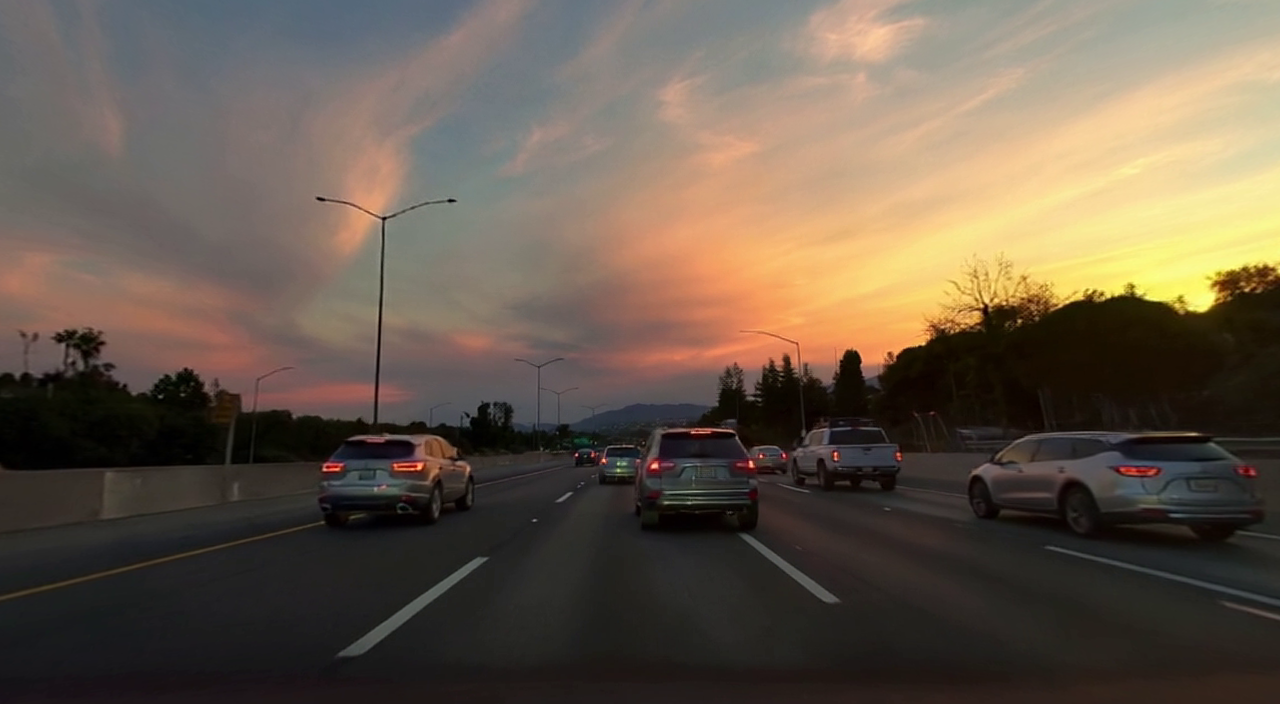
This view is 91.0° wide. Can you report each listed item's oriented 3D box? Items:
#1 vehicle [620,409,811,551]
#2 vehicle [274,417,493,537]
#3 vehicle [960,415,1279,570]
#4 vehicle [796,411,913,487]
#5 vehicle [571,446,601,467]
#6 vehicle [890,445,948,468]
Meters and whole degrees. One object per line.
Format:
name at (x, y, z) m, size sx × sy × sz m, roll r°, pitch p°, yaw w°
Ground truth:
vehicle at (0.893, 1.909, 9.930) m, size 2.230 × 1.740 × 3.976 m, roll 1°, pitch -9°, yaw -4°
vehicle at (-4.319, 2.199, 11.635) m, size 2.047 × 1.755 × 4.638 m, roll 0°, pitch -9°, yaw 0°
vehicle at (6.804, 1.851, 9.049) m, size 1.972 × 1.647 × 4.429 m, roll 0°, pitch -9°, yaw -2°
vehicle at (7.809, 3.643, 23.729) m, size 2.390 × 2.503 × 5.788 m, roll 0°, pitch -9°, yaw 1°
vehicle at (-4.195, 8.189, 49.576) m, size 1.889 × 1.600 × 4.043 m, roll 0°, pitch -9°, yaw 1°
vehicle at (20.008, 7.502, 45.361) m, size 1.932 × 1.492 × 4.549 m, roll 1°, pitch -9°, yaw -3°
